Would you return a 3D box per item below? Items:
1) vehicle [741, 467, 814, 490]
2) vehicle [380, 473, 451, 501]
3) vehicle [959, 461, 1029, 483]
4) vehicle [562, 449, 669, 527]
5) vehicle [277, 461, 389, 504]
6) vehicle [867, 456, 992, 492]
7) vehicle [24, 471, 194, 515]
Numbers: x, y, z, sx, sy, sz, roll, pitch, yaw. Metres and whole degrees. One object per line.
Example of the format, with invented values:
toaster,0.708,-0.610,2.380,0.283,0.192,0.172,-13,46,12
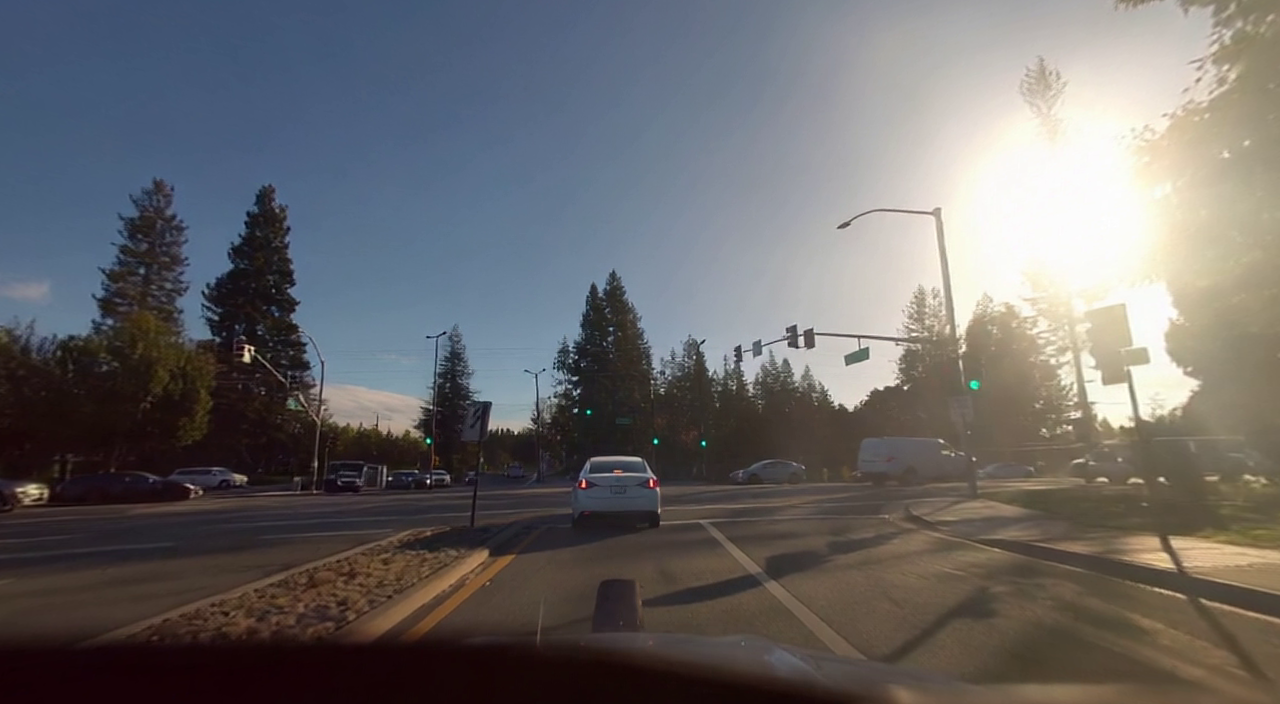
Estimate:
vehicle,9.004,8.279,41.553,4.254,1.359,1.895,2,-9,-16
vehicle,-14.435,8.676,40.778,1.843,1.475,4.047,-5,-10,30
vehicle,25.938,8.756,46.294,4.358,1.471,1.875,2,-9,-16
vehicle,-0.624,3.021,14.646,2.112,1.479,4.264,1,-9,-4
vehicle,-14.155,5.966,29.208,4.355,1.789,2.175,-3,-9,21
vehicle,12.952,5.414,28.341,4.838,1.449,2.077,2,-9,-15
vehicle,-20.080,5.342,24.126,4.548,1.449,1.802,2,-9,-14
